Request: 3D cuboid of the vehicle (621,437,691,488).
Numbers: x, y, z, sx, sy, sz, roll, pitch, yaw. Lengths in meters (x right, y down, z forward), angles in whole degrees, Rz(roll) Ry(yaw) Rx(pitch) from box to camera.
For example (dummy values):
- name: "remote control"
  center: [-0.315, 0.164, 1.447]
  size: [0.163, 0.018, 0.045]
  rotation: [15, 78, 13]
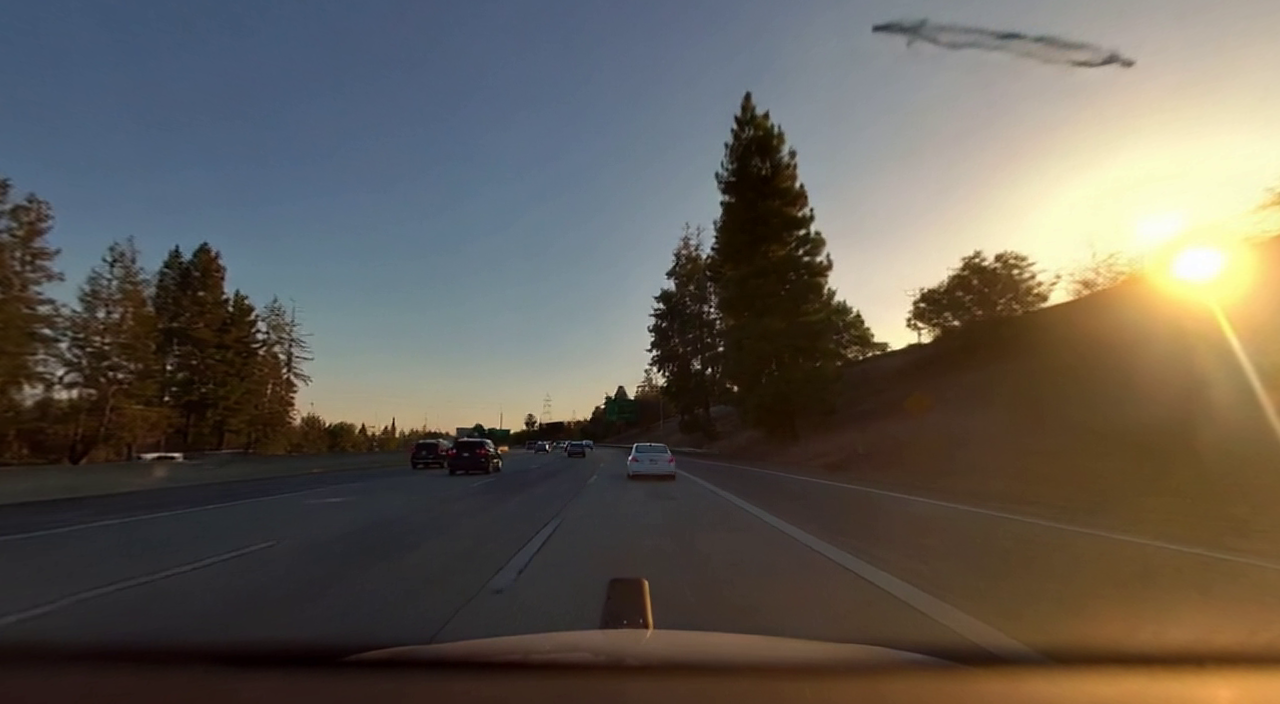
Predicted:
- name: "vehicle"
  center: [0.411, 3.516, 20.401]
  size: [2.051, 1.444, 3.927]
  rotation: [0, -8, -1]

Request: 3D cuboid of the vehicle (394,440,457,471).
- name: "vehicle"
  center: [-11.417, 5.515, 33.896]
  size: [2.041, 1.534, 4.140]
  rotation: [0, -8, -2]

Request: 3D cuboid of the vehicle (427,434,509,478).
- name: "vehicle"
  center: [-7.088, 4.332, 26.574]
  size: [2.221, 1.693, 4.631]
  rotation: [0, -8, -1]
